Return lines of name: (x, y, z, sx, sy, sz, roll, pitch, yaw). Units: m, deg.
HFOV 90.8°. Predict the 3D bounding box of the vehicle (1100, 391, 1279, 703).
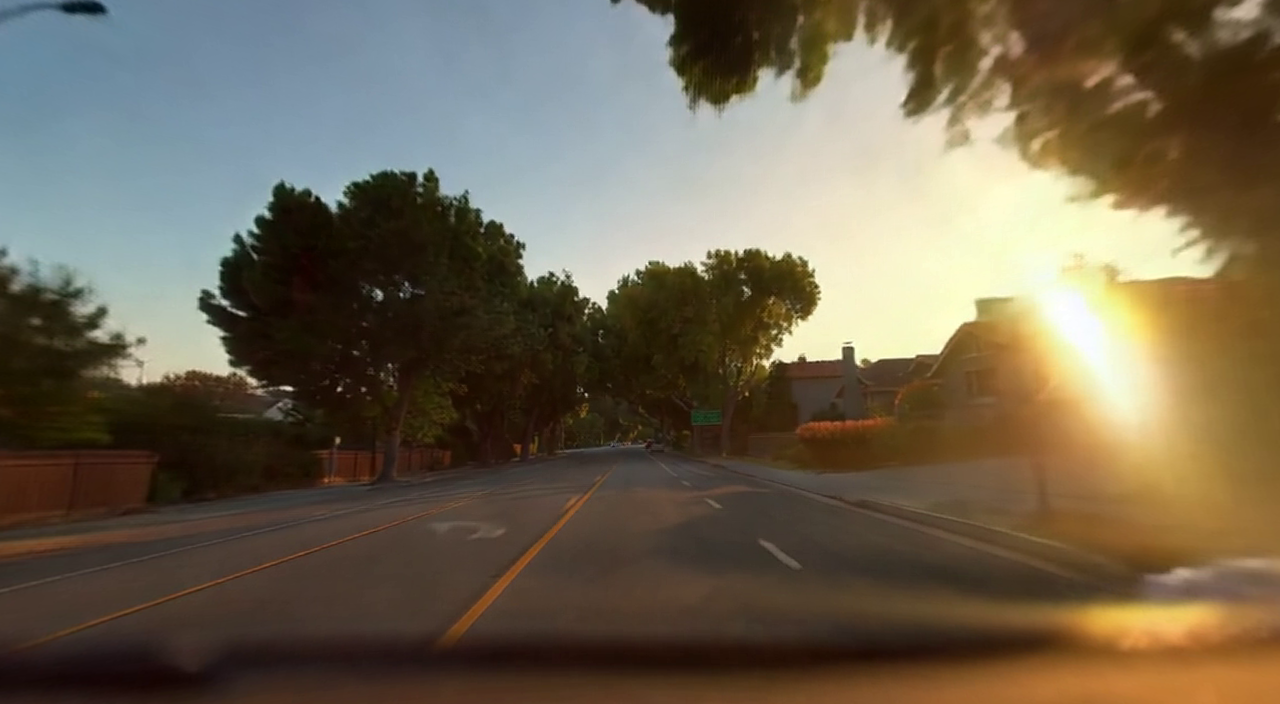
vehicle: (2.981, 0.658, 0.530, 1.991, 1.476, 4.153, 0, -8, -1)
